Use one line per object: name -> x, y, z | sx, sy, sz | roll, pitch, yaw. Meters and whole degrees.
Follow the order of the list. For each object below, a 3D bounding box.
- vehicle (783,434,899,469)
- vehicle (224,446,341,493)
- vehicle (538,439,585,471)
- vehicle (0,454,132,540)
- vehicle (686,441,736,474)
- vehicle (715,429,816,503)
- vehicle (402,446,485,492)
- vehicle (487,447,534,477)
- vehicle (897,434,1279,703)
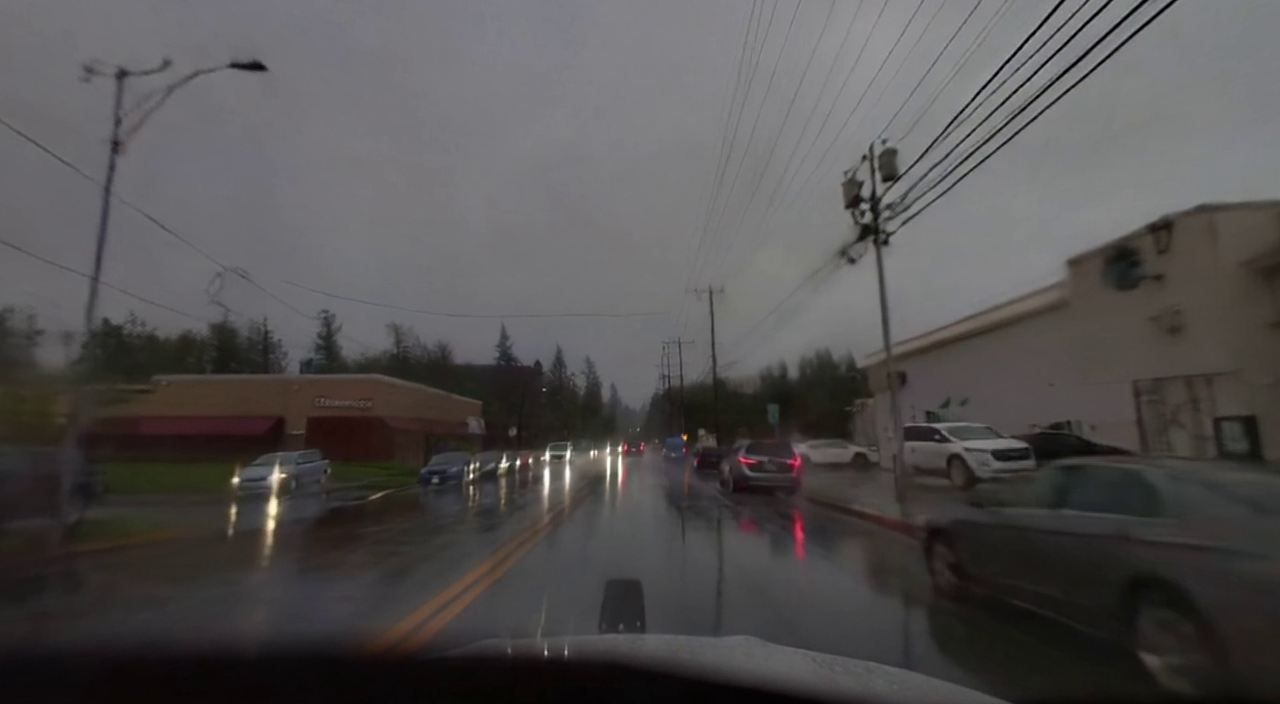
vehicle -> 9.885, 4.934, 31.293 | 5.084, 1.641, 1.848 | 0, -9, -1
vehicle -> -14.792, 4.857, 26.569 | 1.969, 1.741, 5.148 | 0, -9, -1
vehicle -> -5.092, 6.714, 41.365 | 2.152, 1.918, 4.217 | -3, -8, 5
vehicle -> -13.892, 2.942, 12.869 | 5.266, 1.506, 2.246 | -2, -8, 3
vehicle -> 3.627, 5.537, 33.291 | 2.136, 1.586, 4.919 | 0, -9, 1
vehicle -> 3.484, 3.302, 18.540 | 2.025, 1.843, 4.883 | -1, -9, 1
vehicle -> -8.398, 4.991, 27.544 | 2.113, 1.665, 5.062 | 0, -7, -2
vehicle -> -8.223, 6.991, 40.508 | 1.791, 1.622, 5.056 | -2, -7, 2
vehicle -> 3.589, 1.292, 4.128 | 1.866, 1.439, 4.482 | 0, -9, -1
